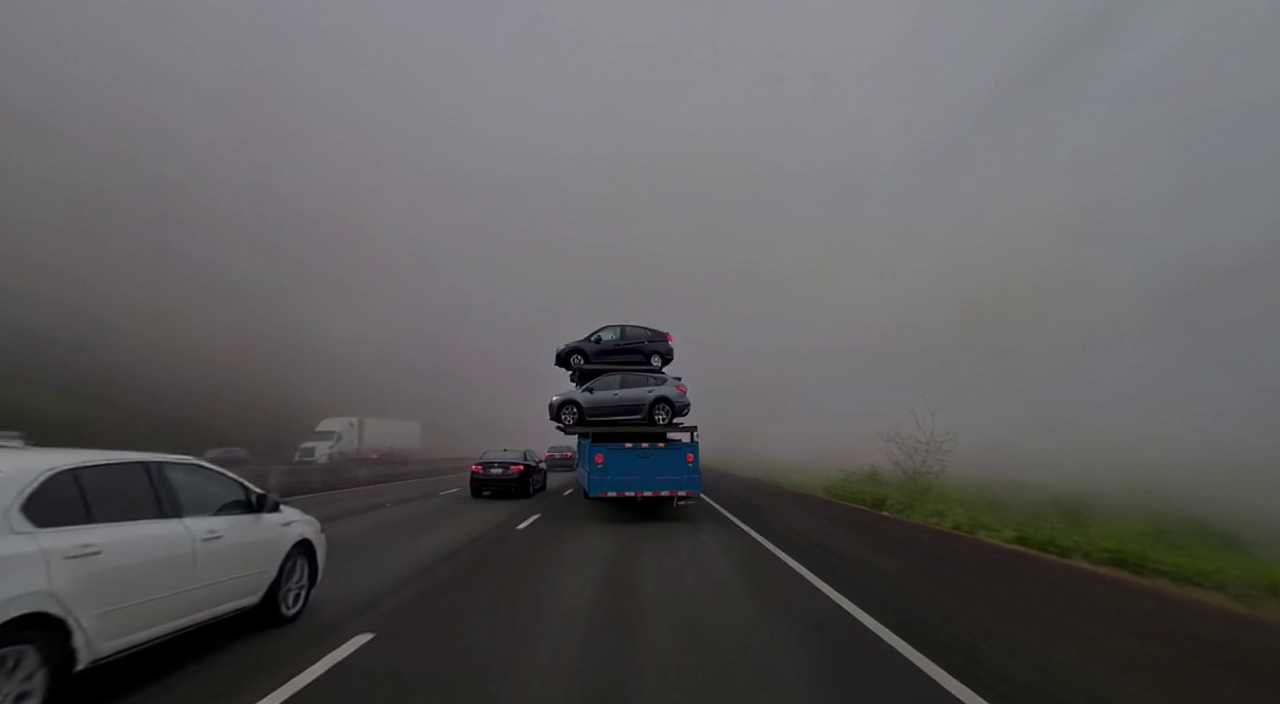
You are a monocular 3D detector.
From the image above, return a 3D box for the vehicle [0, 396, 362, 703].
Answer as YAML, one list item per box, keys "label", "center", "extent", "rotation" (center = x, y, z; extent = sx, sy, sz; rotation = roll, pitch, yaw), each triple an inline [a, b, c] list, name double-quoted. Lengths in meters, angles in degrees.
- label: "vehicle"
  center: [-3.354, 1.069, 3.227]
  extent: [2.149, 1.497, 3.753]
  rotation: [0, -9, 0]

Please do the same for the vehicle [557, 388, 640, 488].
- label: "vehicle"
  center: [-2.623, 4.507, 32.257]
  extent: [3.019, 3.757, 16.692]
  rotation: [1, -9, -8]

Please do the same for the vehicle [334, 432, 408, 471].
- label: "vehicle"
  center: [-18.950, 7.072, 44.926]
  extent: [2.360, 2.581, 6.256]
  rotation: [0, -9, 1]

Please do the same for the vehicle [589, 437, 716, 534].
- label: "vehicle"
  center: [0.172, 2.370, 11.685]
  extent: [1.991, 1.507, 3.391]
  rotation: [0, -9, -1]

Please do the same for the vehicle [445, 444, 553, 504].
- label: "vehicle"
  center: [-3.788, 3.365, 17.867]
  extent: [1.947, 1.470, 4.526]
  rotation: [0, -9, 1]
